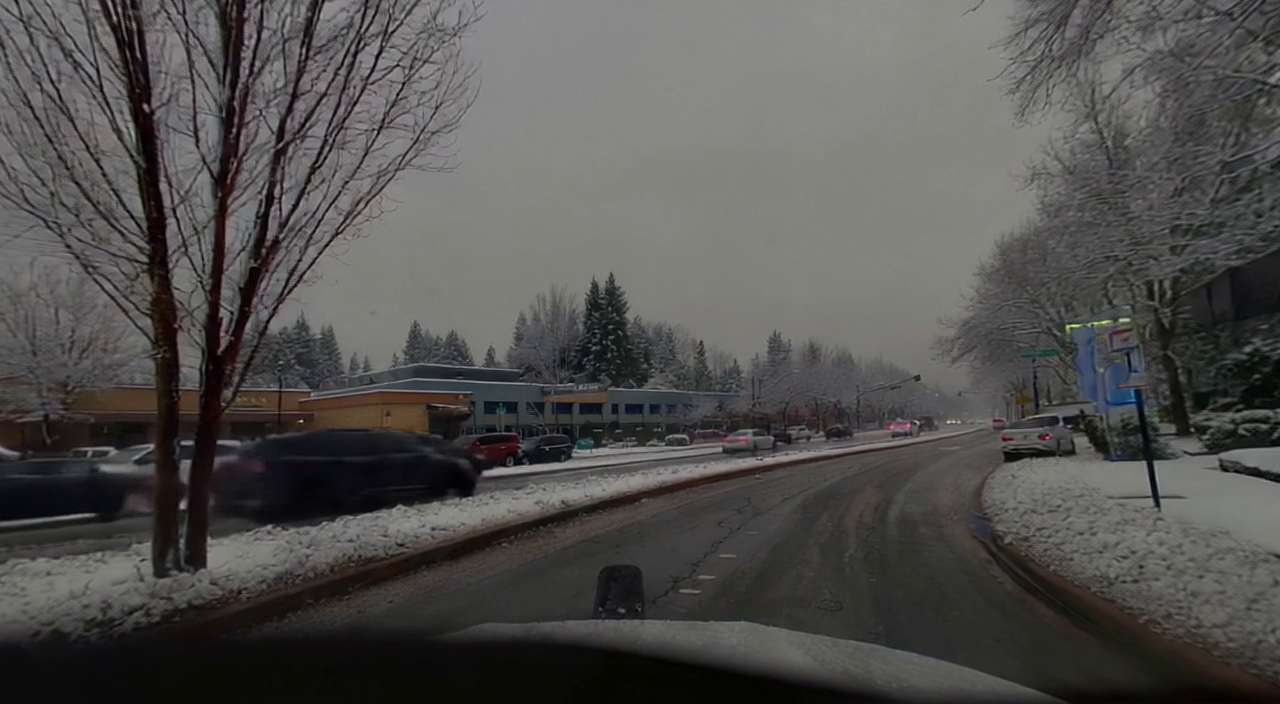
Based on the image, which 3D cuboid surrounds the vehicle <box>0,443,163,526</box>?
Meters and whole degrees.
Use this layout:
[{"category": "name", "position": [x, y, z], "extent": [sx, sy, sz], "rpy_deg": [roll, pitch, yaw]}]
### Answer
[{"category": "vehicle", "position": [-14.526, 3.125, 14.686], "extent": [2.313, 1.688, 5.015], "rpy_deg": [-12, -12, 39]}]

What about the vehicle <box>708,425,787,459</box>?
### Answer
[{"category": "vehicle", "position": [5.752, 4.724, 33.257], "extent": [2.040, 1.625, 5.119], "rpy_deg": [-5, -10, 36]}]

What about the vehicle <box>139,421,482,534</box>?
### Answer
[{"category": "vehicle", "position": [-5.700, 2.192, 11.562], "extent": [2.201, 1.574, 5.060], "rpy_deg": [-11, -13, 42]}]
